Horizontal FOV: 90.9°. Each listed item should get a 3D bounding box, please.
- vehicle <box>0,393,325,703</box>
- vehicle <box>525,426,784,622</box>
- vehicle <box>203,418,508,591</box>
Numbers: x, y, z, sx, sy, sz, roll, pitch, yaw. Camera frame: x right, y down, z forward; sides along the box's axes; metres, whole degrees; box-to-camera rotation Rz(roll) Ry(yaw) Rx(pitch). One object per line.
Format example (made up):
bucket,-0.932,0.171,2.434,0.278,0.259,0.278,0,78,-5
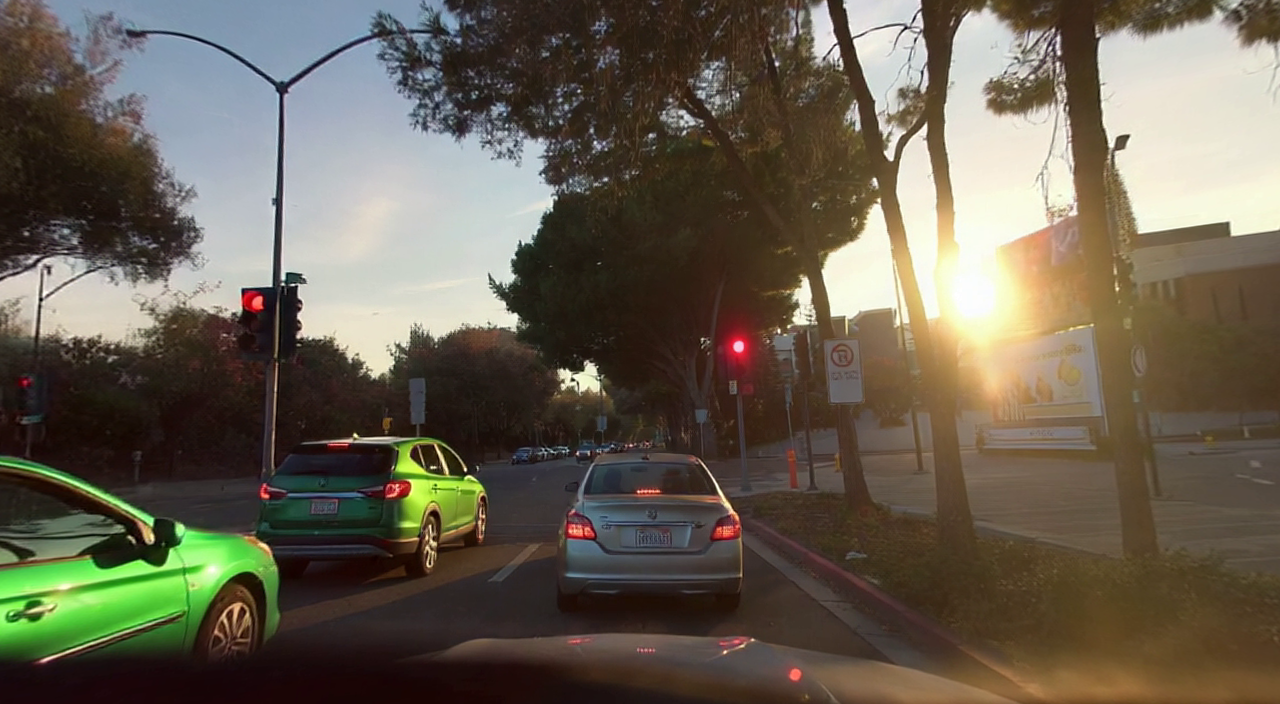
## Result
vehicle,-3.150,0.954,2.429,1.808,1.520,3.846,-1,-9,1
vehicle,0.046,1.584,6.628,1.977,1.467,3.474,0,-9,-2
vehicle,-3.160,1.782,8.143,1.950,1.628,4.082,-1,-9,1
